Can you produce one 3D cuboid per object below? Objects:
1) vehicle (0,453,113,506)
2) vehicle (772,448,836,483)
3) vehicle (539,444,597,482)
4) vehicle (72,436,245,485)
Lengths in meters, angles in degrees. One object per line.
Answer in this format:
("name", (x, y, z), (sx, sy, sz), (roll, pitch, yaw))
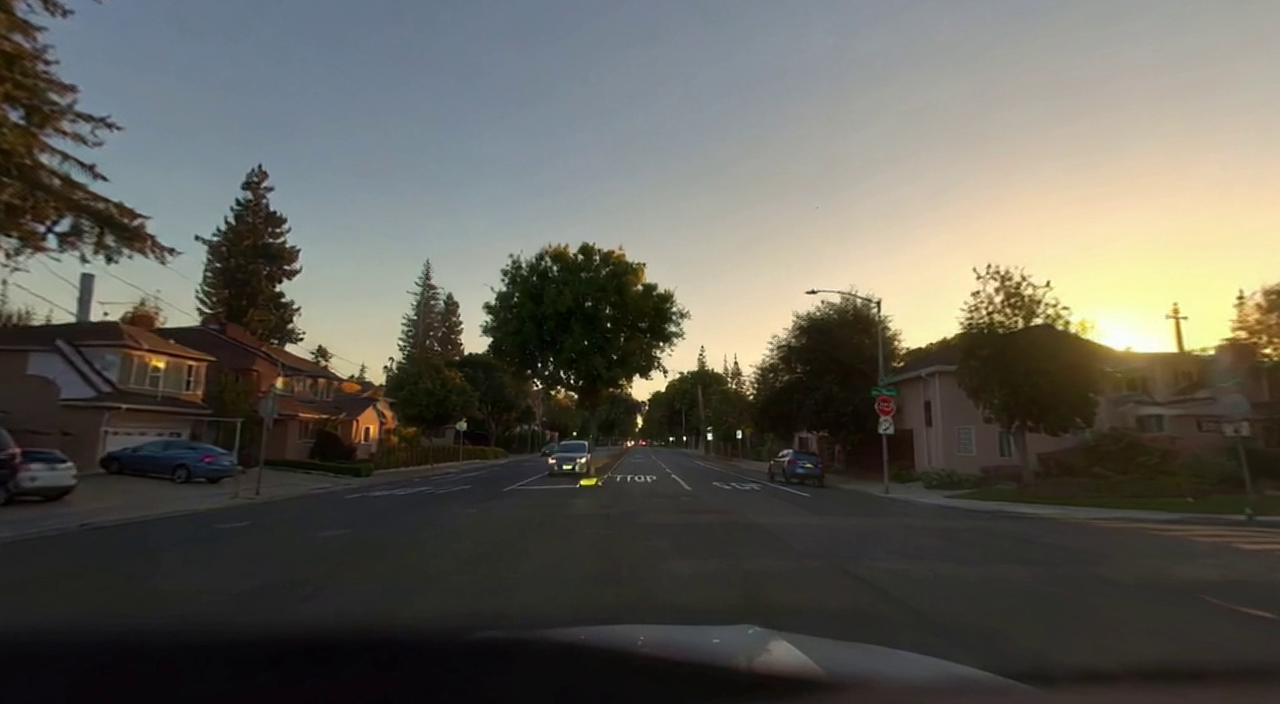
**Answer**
("vehicle", (-17.751, 3.486, 17.509), (4.581, 1.337, 1.954), (-1, -9, 3))
("vehicle", (8.039, 5.579, 31.364), (2.029, 1.554, 4.705), (0, -9, 2))
("vehicle", (-2.995, 4.715, 27.023), (2.014, 1.499, 3.999), (0, -9, 0))
("vehicle", (-17.910, 4.045, 23.692), (4.743, 1.734, 1.994), (0, -9, -1))
